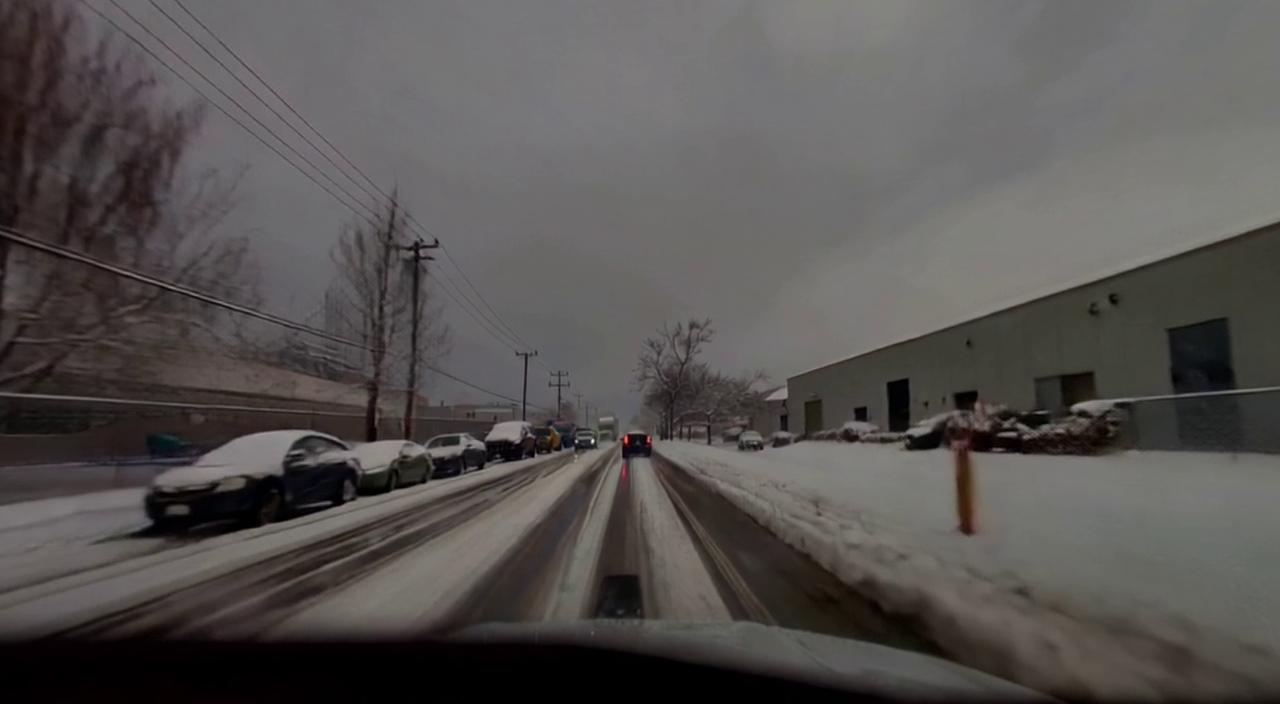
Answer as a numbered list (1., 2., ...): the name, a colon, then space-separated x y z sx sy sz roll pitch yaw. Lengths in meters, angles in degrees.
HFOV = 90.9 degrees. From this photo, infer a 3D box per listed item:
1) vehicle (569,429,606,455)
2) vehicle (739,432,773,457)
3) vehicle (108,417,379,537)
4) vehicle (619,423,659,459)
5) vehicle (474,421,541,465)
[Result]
1. vehicle: -3.677 6.370 44.886 2.157 1.703 4.310 0 -7 1
2. vehicle: 8.309 6.639 45.483 1.874 1.669 4.083 0 -7 3
3. vehicle: -6.374 1.987 10.866 1.926 1.647 4.185 0 -7 0
4. vehicle: -0.027 4.990 35.634 2.152 1.874 4.042 0 -7 1
5. vehicle: -6.436 4.531 31.364 2.139 1.943 5.295 -1 -8 1
